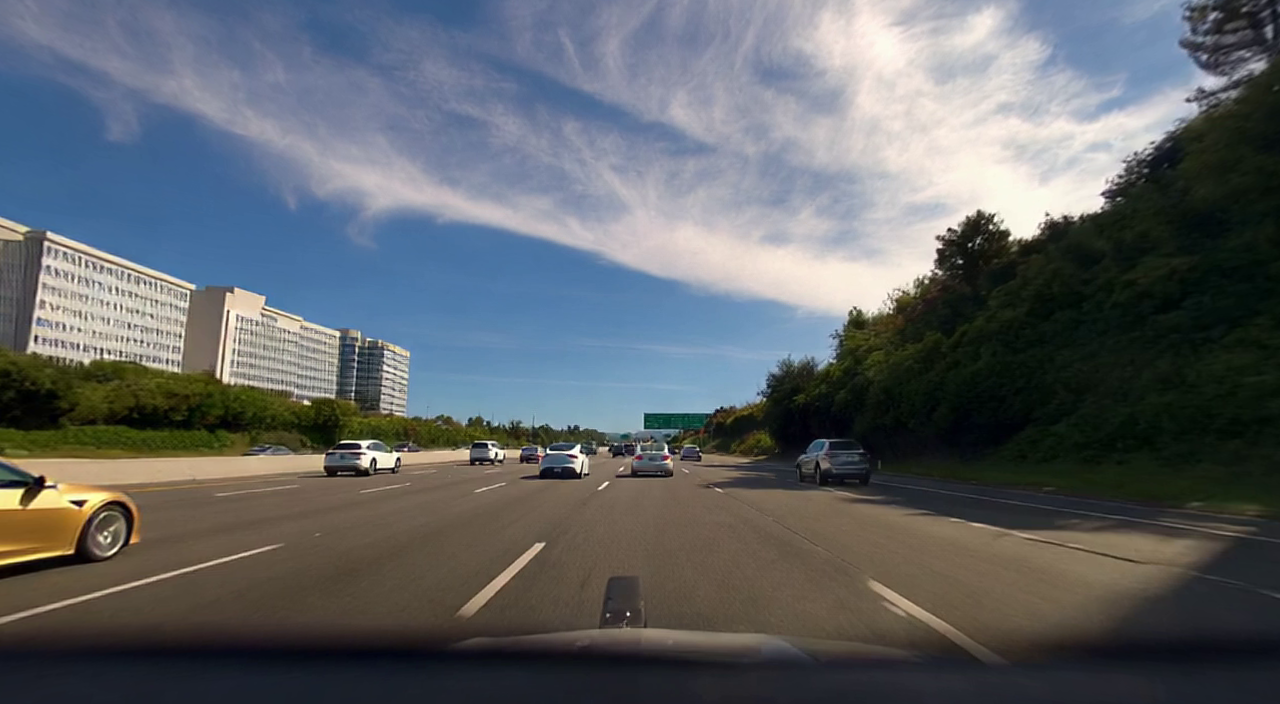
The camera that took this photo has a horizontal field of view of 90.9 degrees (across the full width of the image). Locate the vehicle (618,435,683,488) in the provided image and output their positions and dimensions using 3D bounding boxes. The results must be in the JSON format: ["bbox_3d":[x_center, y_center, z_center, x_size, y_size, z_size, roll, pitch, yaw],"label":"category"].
[{"bbox_3d":[0.368,3.898,22.883,2.114,1.715,4.136,0,-8,1],"label":"vehicle"}]

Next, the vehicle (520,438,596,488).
[{"bbox_3d":[-2.859,3.986,23.034,2.102,1.624,4.257,-1,-8,2],"label":"vehicle"}]

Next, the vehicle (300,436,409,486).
[{"bbox_3d":[-10.417,3.995,23.447,1.947,1.683,4.331,-1,-8,1],"label":"vehicle"}]

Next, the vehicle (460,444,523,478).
[{"bbox_3d":[-6.775,4.988,29.208,1.886,1.455,4.148,0,-8,1],"label":"vehicle"}]

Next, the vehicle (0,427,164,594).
[{"bbox_3d":[-6.783,1.358,5.175,2.116,1.473,4.644,0,-8,0],"label":"vehicle"}]

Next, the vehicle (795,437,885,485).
[{"bbox_3d":[7.999,4.366,25.716,2.071,1.754,4.484,0,-8,-1],"label":"vehicle"}]
